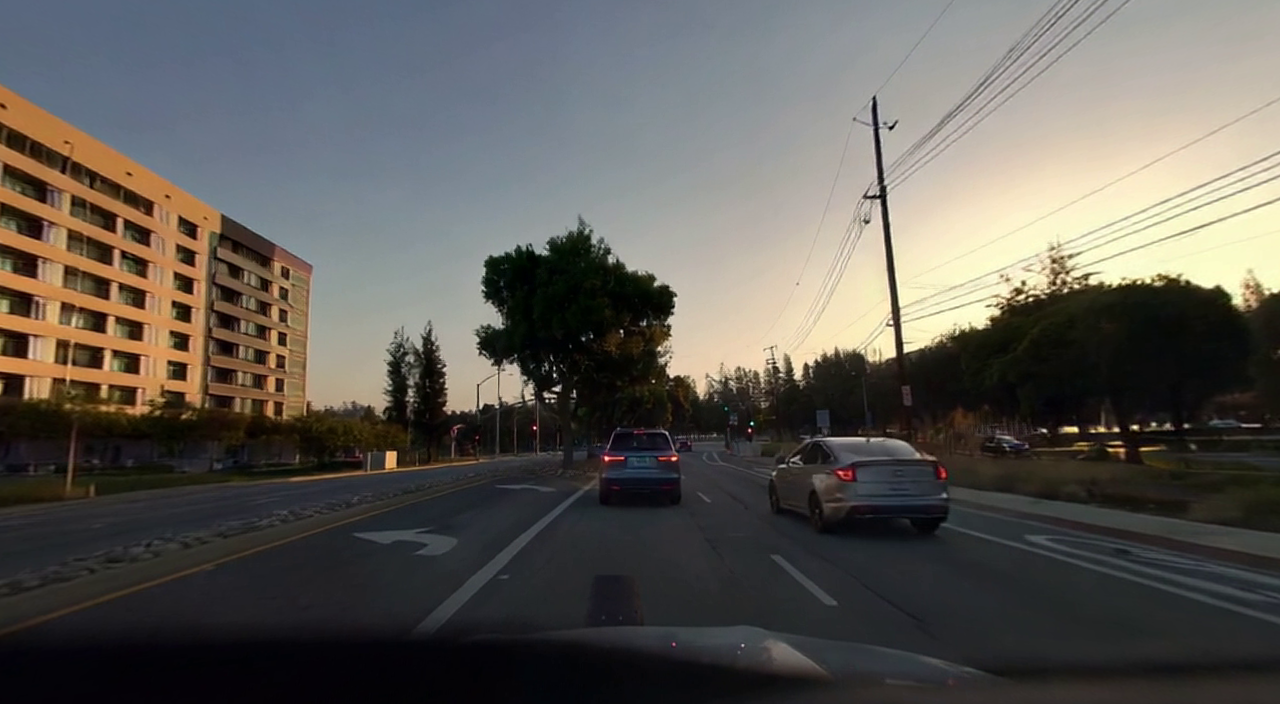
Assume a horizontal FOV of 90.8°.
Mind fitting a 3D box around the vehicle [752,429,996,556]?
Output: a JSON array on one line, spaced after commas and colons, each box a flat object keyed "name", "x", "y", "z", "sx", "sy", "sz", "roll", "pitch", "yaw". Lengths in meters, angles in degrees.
[{"name": "vehicle", "x": 3.174, "y": 2.007, "z": 9.805, "sx": 1.990, "sy": 1.482, "sz": 4.575, "roll": 0, "pitch": -9, "yaw": -1}]

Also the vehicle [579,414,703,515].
[{"name": "vehicle", "x": 0.041, "y": 2.324, "z": 13.421, "sx": 2.189, "sy": 1.776, "sz": 4.342, "roll": 0, "pitch": -9, "yaw": 0}]
